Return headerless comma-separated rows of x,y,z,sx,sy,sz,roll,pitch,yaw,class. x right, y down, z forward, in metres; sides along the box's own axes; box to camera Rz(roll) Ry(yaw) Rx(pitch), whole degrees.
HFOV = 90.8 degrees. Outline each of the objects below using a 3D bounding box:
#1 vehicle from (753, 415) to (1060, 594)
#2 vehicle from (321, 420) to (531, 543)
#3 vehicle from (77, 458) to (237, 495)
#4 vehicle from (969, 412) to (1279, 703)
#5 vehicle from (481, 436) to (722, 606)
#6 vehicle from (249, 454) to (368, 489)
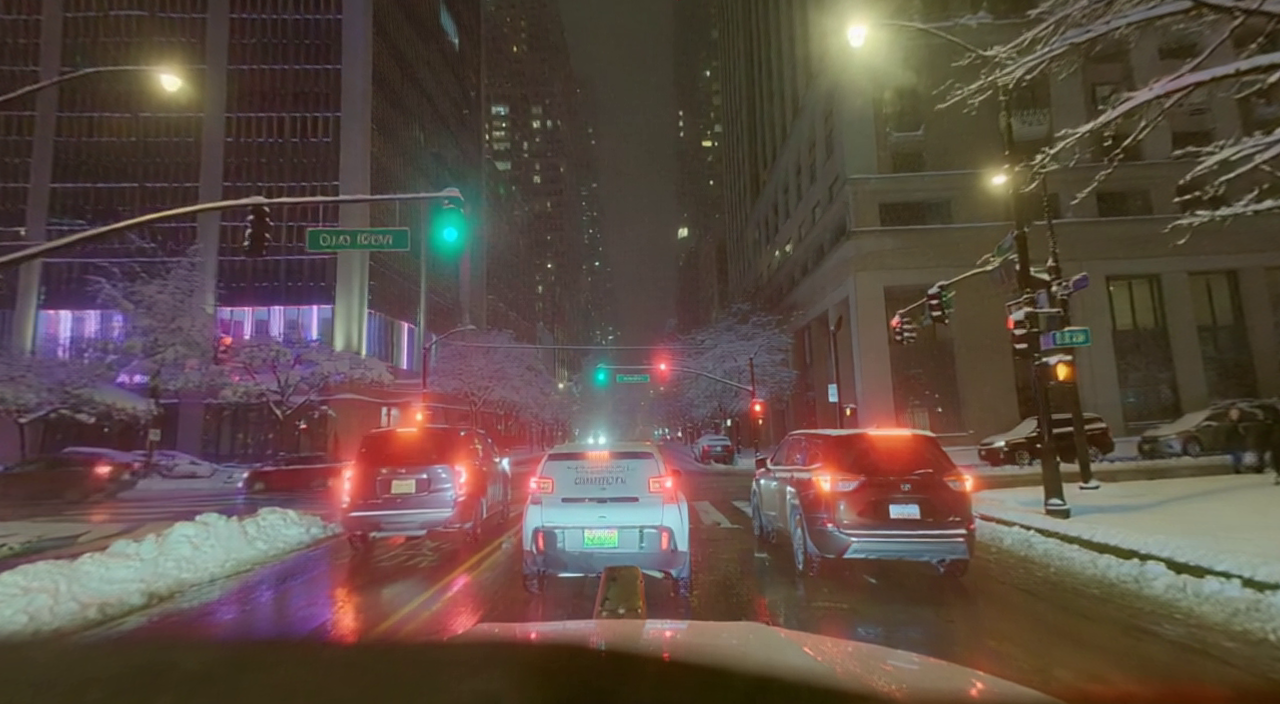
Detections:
3.043,1.846,8.626,2.072,1.735,4.759,0,-8,0,vehicle
-3.697,2.351,12.252,2.190,1.840,5.272,0,-8,1,vehicle
-20.284,5.242,26.692,5.153,1.449,1.966,0,-8,0,vehicle
2.737,0.805,1.112,1.902,1.454,4.540,0,-8,1,vehicle
-0.356,1.784,7.642,2.092,1.454,4.132,0,-8,-1,vehicle
-15.240,5.456,29.120,4.673,1.478,2.114,-3,-9,18,vehicle
